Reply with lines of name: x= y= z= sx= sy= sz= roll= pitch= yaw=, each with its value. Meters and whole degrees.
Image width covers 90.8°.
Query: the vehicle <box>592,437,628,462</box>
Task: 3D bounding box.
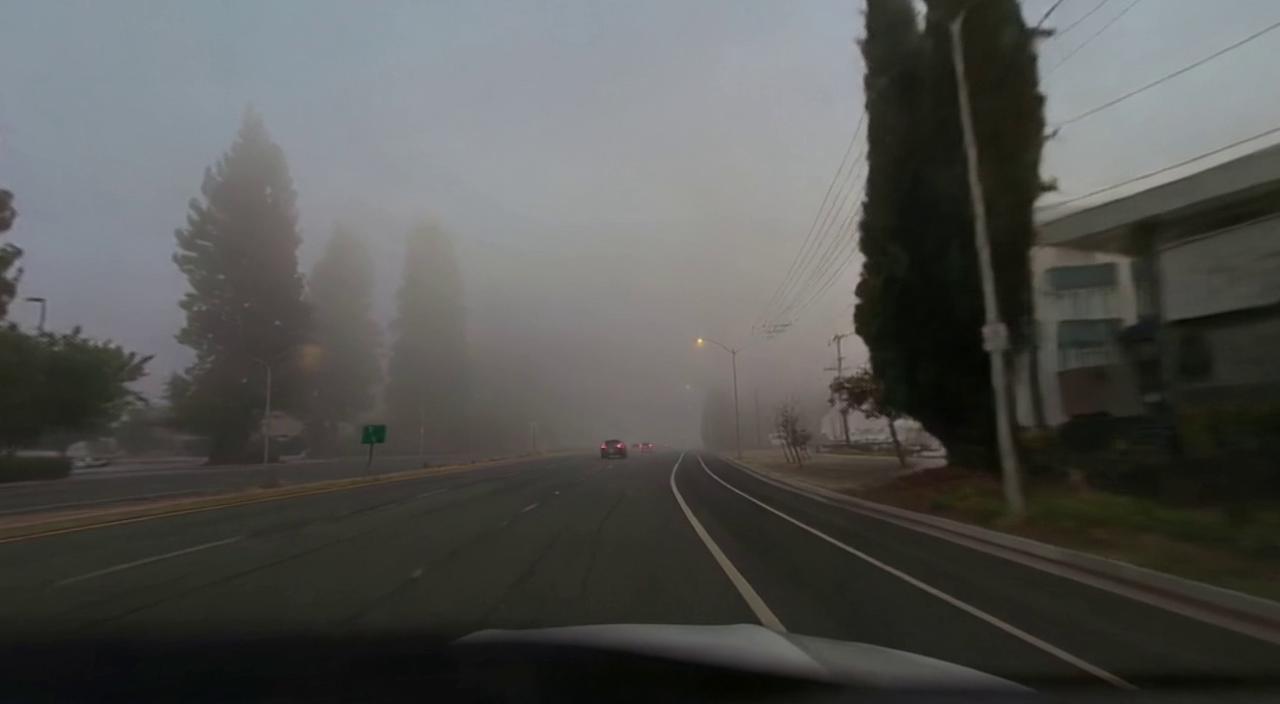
vehicle: x=-2.039 y=6.871 z=44.450 sx=2.121 sy=1.654 sz=3.993 roll=-1 pitch=-8 yaw=4
